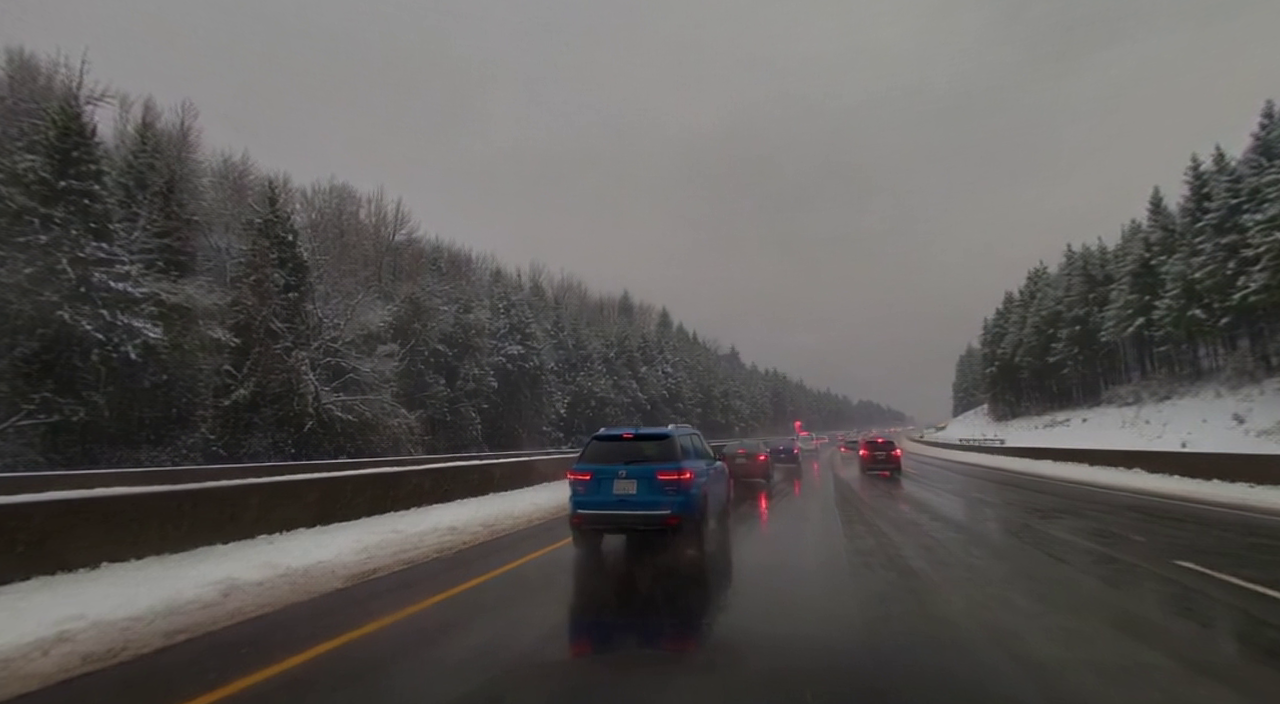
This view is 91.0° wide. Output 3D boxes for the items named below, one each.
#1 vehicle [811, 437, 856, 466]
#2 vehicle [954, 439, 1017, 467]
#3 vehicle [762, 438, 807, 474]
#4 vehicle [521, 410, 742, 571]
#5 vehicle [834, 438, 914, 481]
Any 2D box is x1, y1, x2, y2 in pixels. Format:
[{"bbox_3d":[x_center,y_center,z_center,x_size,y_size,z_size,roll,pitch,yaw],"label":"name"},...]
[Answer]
[{"bbox_3d":[11.317,5.825,37.097,1.857,1.584,3.976,-1,-8,7],"label":"vehicle"},{"bbox_3d":[19.757,5.741,36.157,1.990,1.478,4.475,-2,-8,14],"label":"vehicle"},{"bbox_3d":[6.339,4.545,27.685,1.755,1.457,3.686,-2,-8,13],"label":"vehicle"},{"bbox_3d":[0.182,1.740,8.741,2.021,1.635,4.085,-2,-8,14],"label":"vehicle"},{"bbox_3d":[8.594,3.953,23.501,1.962,1.442,4.536,-1,-8,10],"label":"vehicle"}]
